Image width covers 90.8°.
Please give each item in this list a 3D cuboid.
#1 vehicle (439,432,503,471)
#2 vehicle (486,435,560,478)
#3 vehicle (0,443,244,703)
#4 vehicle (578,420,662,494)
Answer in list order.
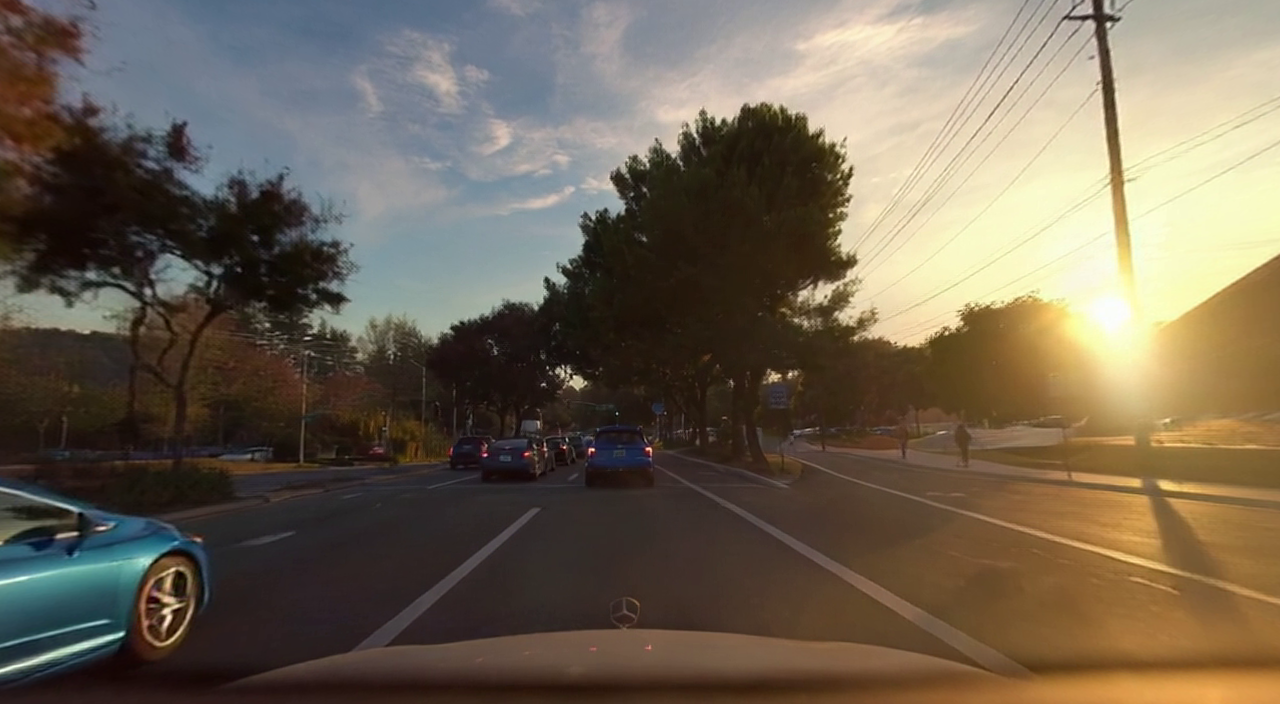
[{"bbox_3d":[-7.599,4.506,28.779,1.860,1.634,4.089,0,-8,-2],"label":"vehicle"},{"bbox_3d":[-4.390,3.999,24.392,2.087,1.485,4.452,0,-8,-1],"label":"vehicle"},{"bbox_3d":[-3.609,0.950,1.984,1.865,1.314,4.461,0,-8,0],"label":"vehicle"},{"bbox_3d":[-0.534,2.825,17.270,2.012,1.769,3.897,0,-8,-2],"label":"vehicle"}]
